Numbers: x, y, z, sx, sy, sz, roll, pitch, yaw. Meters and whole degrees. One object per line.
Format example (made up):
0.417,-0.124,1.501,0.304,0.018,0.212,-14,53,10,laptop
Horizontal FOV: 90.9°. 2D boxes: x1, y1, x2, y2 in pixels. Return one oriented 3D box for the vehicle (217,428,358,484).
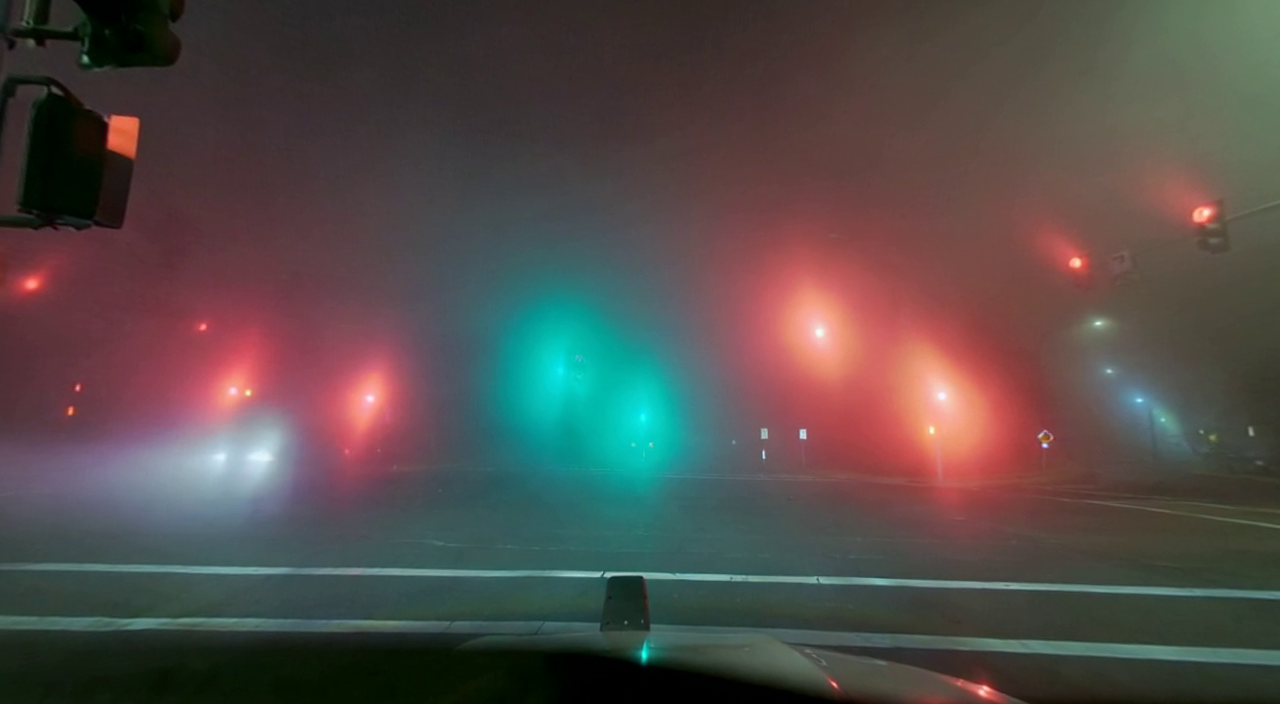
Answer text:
-12.700,3.772,23.221,2.238,1.827,5.007,0,-8,0,vehicle
